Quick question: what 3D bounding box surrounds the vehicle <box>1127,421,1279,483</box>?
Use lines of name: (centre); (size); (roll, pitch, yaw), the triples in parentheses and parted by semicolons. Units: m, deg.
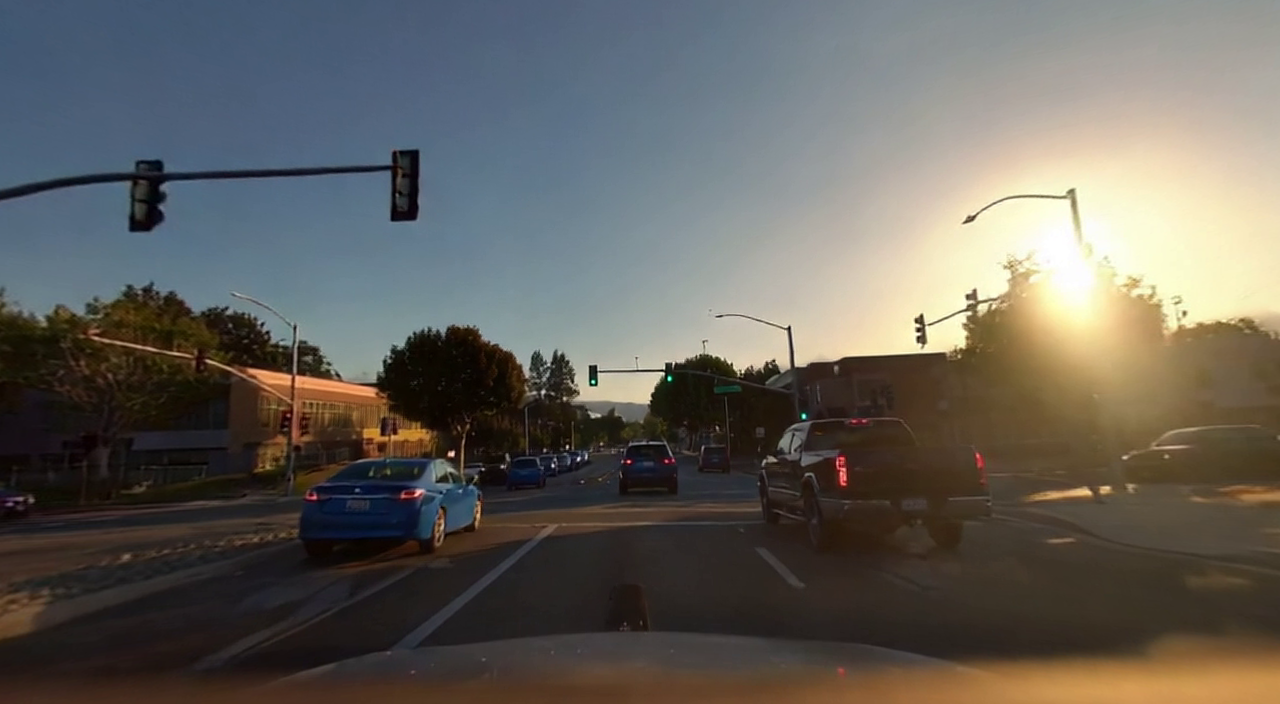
vehicle: (19.860, 3.378, 21.658); (4.437, 1.863, 2.068); (-2, -6, 1)

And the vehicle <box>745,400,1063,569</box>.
vehicle: (3.422, 1.884, 10.008); (2.571, 1.857, 5.841); (0, -8, 1)

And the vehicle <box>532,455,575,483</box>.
vehicle: (-5.187, 7.084, 38.383); (1.882, 1.342, 3.755); (-5, -8, 2)

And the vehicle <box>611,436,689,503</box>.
vehicle: (0.317, 3.441, 18.963); (2.113, 1.768, 3.901); (-1, -8, 2)

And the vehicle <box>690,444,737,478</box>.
vehicle: (4.556, 6.880, 40.242); (2.408, 1.908, 5.355); (0, -8, 1)

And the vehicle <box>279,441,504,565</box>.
vehicle: (-3.586, 2.208, 10.235); (1.909, 1.476, 4.751); (0, -8, -3)
